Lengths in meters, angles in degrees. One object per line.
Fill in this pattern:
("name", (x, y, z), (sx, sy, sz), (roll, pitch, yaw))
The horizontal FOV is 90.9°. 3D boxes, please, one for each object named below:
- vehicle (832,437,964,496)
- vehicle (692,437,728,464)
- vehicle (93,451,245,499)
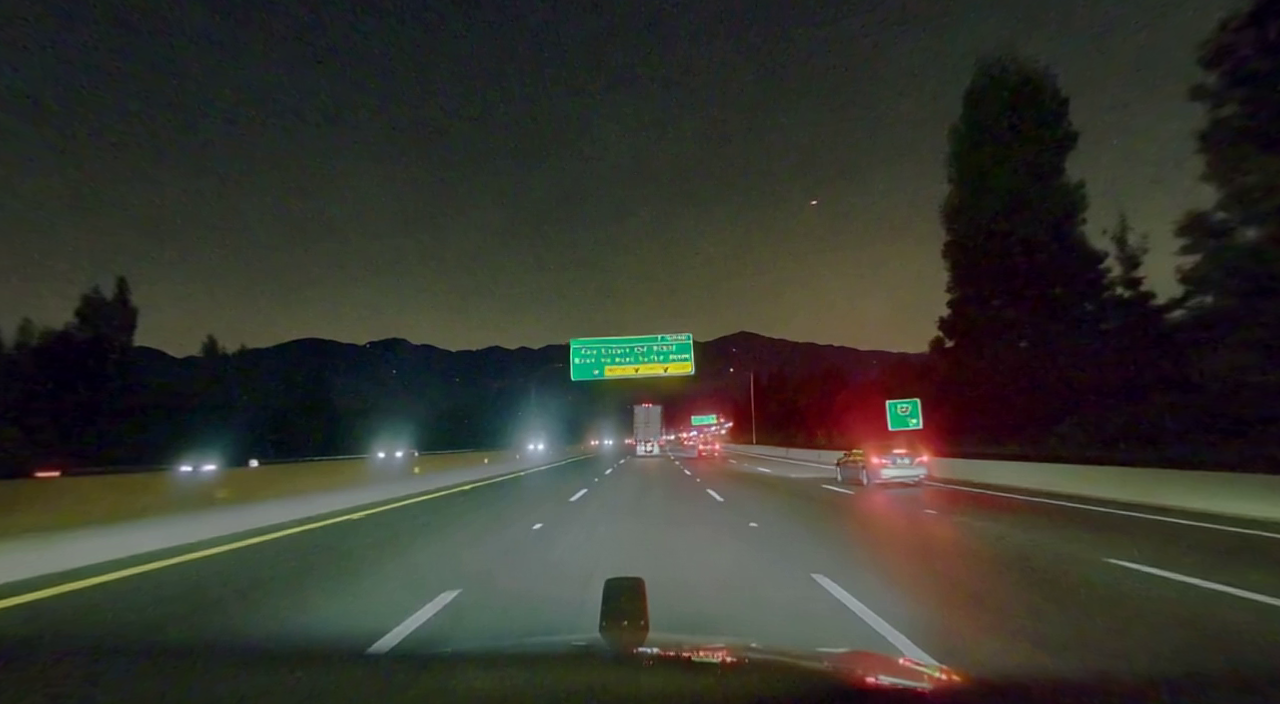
("vehicle", (7.054, 3.153, 17.780), (1.982, 1.440, 4.171), (0, -8, 1))
("vehicle", (4.452, 6.321, 40.658), (1.880, 1.624, 3.941), (0, -8, 0))
("vehicle", (-16.483, 4.293, 22.420), (1.930, 1.474, 4.492), (0, -9, 0))
